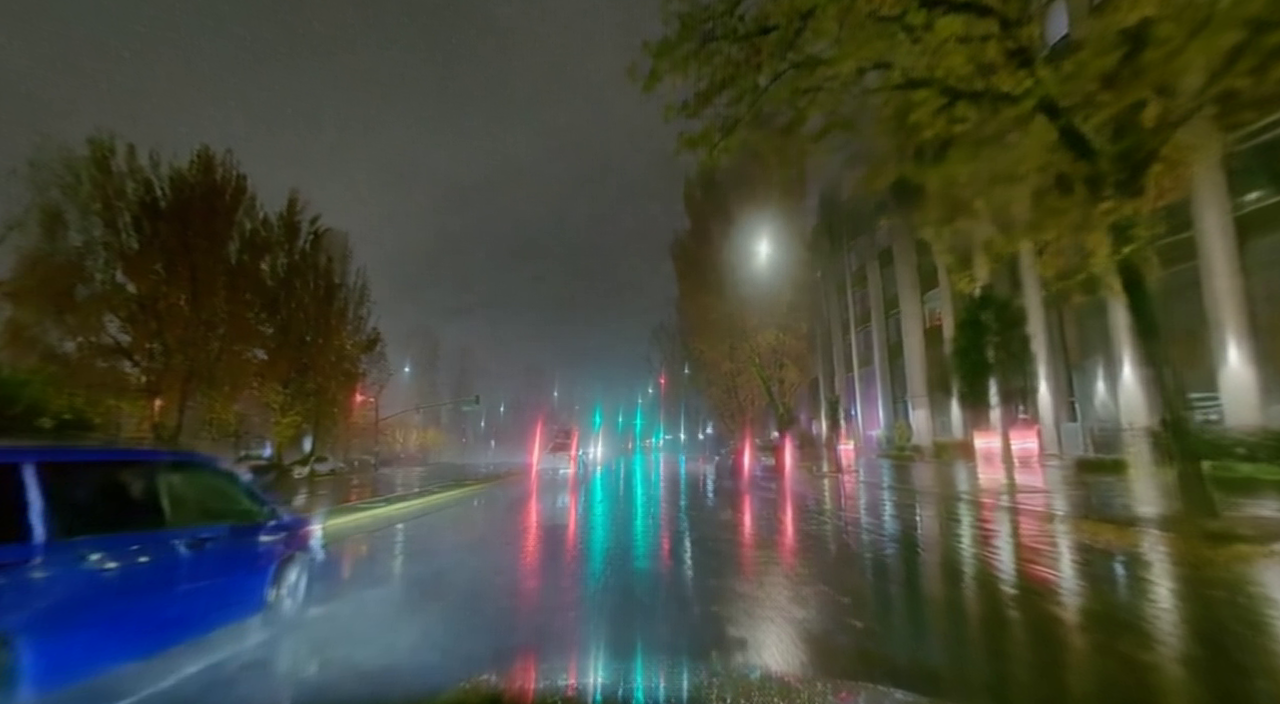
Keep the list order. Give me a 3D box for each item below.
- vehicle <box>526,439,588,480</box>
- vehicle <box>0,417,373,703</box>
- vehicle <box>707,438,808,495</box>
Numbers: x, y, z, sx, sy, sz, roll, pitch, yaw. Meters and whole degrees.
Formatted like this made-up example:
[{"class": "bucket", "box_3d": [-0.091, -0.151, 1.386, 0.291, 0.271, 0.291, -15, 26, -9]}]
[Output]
[{"class": "vehicle", "box_3d": [-3.640, 4.823, 28.645, 2.145, 1.694, 4.642, 0, -8, 1]}, {"class": "vehicle", "box_3d": [-3.571, 1.180, 3.706, 2.060, 1.466, 4.387, 0, -8, 0]}, {"class": "vehicle", "box_3d": [3.344, 3.358, 18.934, 1.961, 1.482, 4.538, 0, -8, -3]}]
